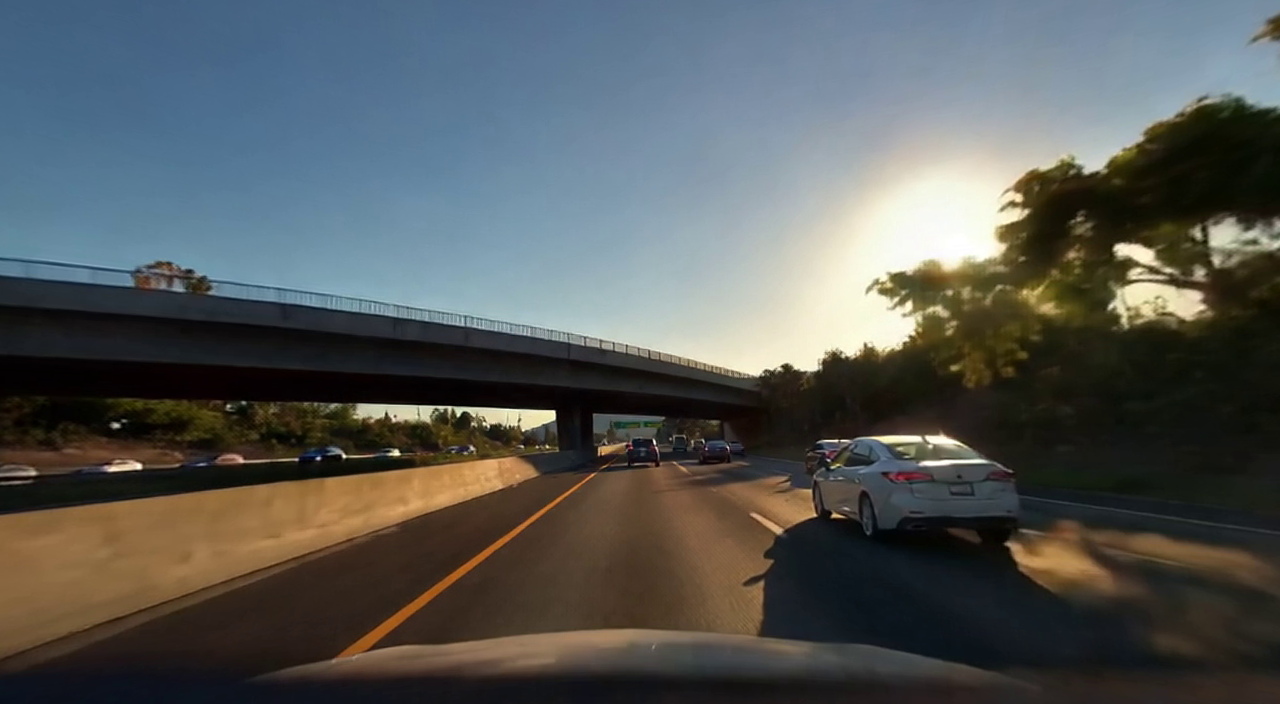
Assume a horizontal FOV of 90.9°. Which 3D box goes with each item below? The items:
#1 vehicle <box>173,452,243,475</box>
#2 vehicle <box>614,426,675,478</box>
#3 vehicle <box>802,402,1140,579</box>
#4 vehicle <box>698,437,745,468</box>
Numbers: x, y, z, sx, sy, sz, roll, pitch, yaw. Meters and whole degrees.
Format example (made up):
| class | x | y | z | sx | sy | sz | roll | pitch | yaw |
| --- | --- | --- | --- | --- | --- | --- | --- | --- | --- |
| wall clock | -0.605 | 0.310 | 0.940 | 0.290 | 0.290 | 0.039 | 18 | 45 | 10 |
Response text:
| class | x | y | z | sx | sy | sz | roll | pitch | yaw |
| --- | --- | --- | --- | --- | --- | --- | --- | --- | --- |
| vehicle | -31.055 | 7.995 | 45.508 | 1.827 | 1.460 | 4.552 | 0 | -8 | 0 |
| vehicle | 0.162 | 3.897 | 24.856 | 2.189 | 1.852 | 4.038 | 0 | -8 | 0 |
| vehicle | 3.736 | 1.639 | 8.292 | 2.003 | 1.661 | 4.418 | 0 | -8 | 0 |
| vehicle | 4.201 | 5.245 | 33.017 | 1.825 | 1.487 | 4.034 | 0 | -8 | -1 |
